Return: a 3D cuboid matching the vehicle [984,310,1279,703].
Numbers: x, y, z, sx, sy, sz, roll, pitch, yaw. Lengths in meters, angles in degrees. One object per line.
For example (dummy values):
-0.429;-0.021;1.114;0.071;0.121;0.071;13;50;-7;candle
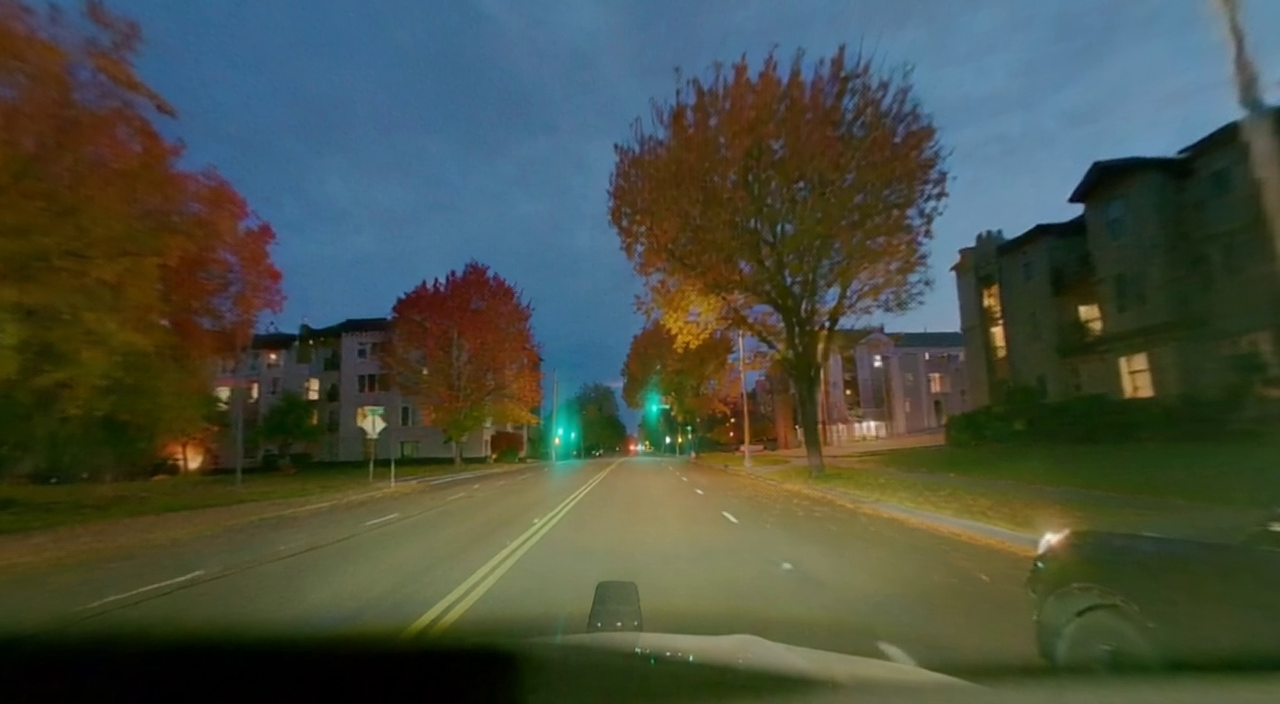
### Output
3.118;0.653;1.159;2.224;1.791;4.834;0;-8;0;vehicle
